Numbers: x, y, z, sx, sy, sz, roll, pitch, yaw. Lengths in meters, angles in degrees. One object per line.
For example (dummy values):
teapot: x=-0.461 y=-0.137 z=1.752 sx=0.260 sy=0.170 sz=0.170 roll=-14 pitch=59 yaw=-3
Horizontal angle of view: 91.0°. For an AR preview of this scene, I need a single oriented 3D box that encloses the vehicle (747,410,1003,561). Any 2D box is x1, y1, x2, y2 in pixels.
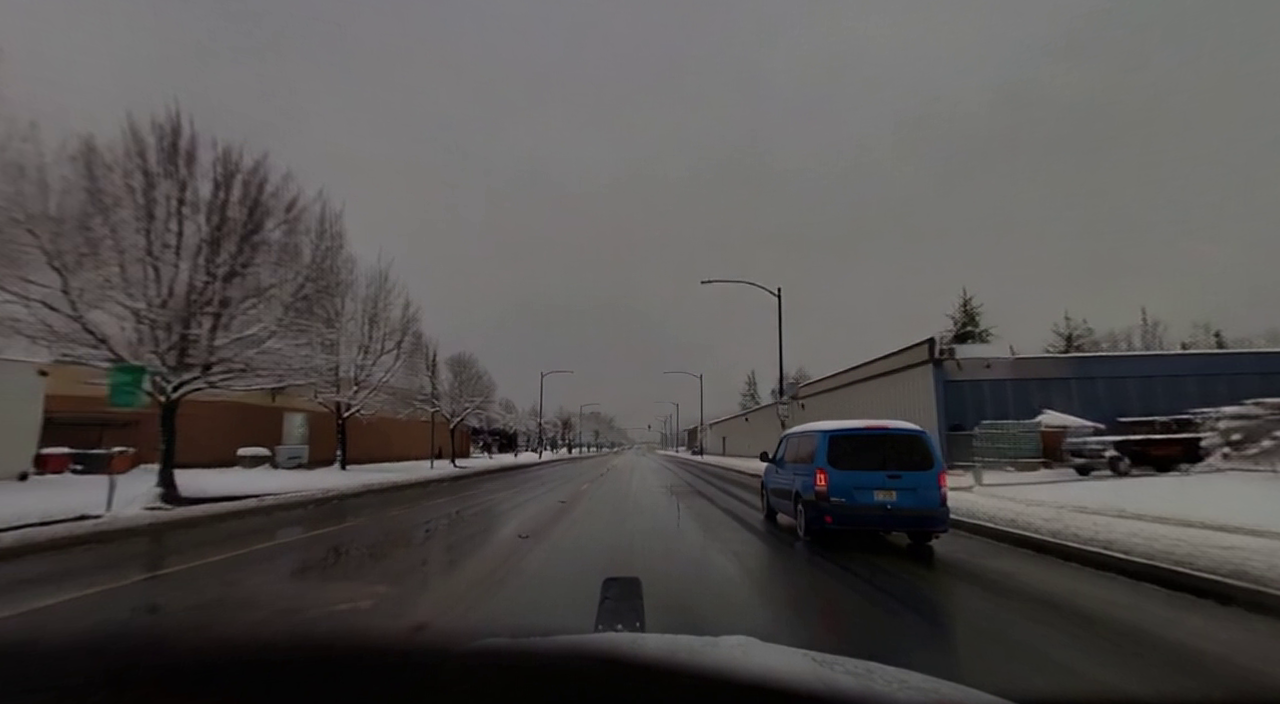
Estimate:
vehicle: x=3.296 y=1.987 z=10.178 sx=2.202 sy=1.822 sz=4.826 roll=0 pitch=-8 yaw=-1
